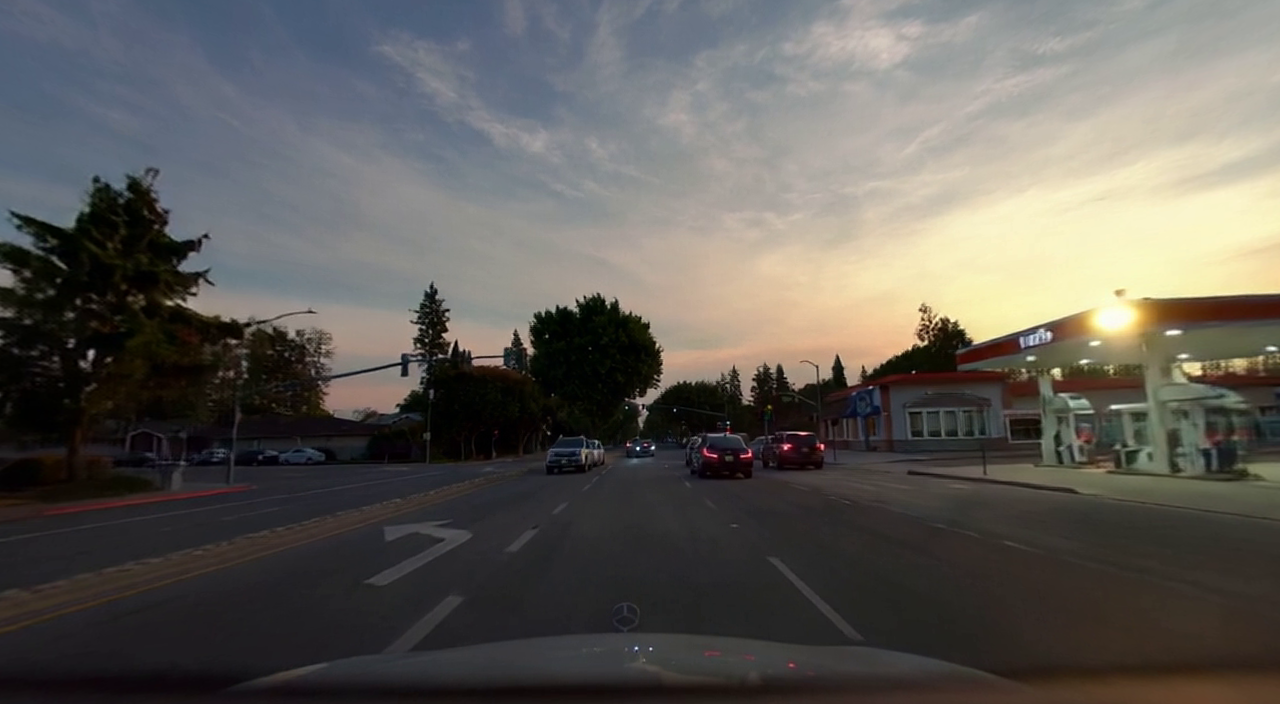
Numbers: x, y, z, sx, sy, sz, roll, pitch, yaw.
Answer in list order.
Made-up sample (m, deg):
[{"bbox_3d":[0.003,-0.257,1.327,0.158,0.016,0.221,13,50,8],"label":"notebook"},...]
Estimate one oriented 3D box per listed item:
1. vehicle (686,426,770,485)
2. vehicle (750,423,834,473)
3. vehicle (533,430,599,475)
[{"bbox_3d":[2.863,3.506,21.650,2.140,1.800,4.660,0,-8,-1],"label":"vehicle"},{"bbox_3d":[7.076,4.567,30.157,2.510,2.176,5.527,0,-8,-2],"label":"vehicle"},{"bbox_3d":[-3.226,4.494,28.435,2.261,1.820,4.255,0,-8,2],"label":"vehicle"}]
